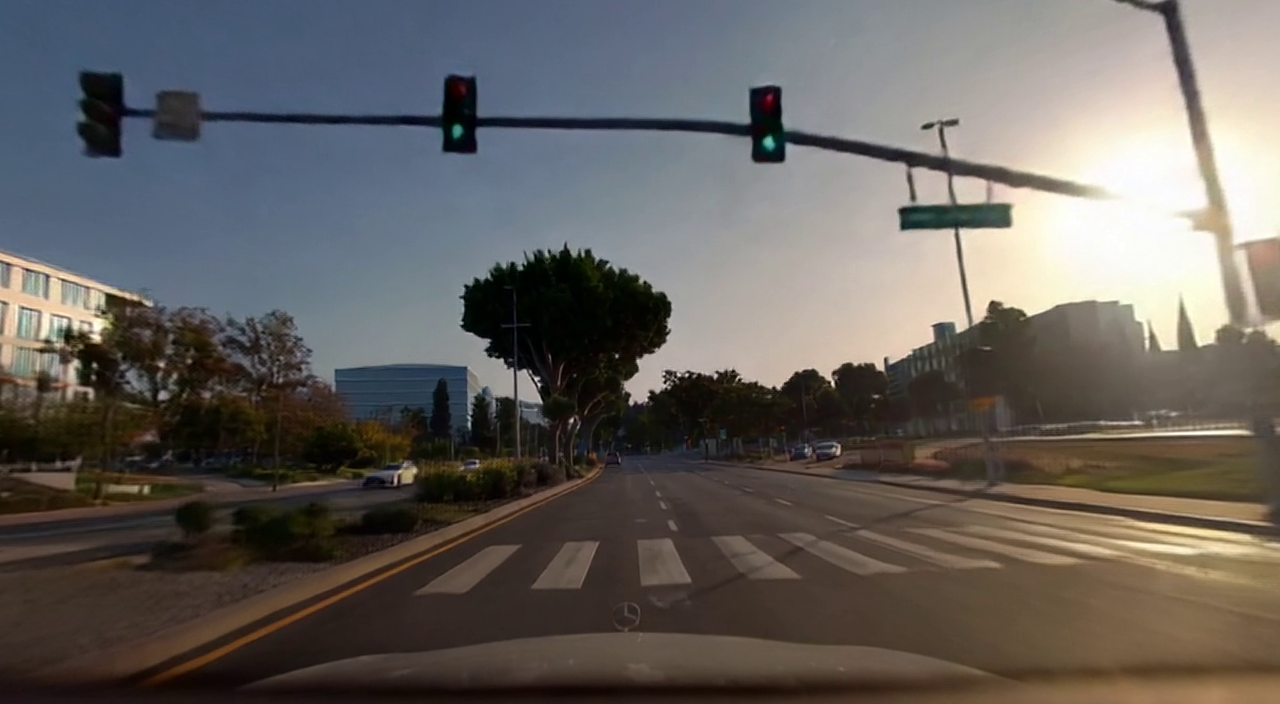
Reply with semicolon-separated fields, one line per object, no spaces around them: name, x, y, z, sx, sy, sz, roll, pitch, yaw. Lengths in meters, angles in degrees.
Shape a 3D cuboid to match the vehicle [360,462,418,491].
vehicle;-15.434;7.652;39.051;1.833;1.496;4.157;-3;-9;0
